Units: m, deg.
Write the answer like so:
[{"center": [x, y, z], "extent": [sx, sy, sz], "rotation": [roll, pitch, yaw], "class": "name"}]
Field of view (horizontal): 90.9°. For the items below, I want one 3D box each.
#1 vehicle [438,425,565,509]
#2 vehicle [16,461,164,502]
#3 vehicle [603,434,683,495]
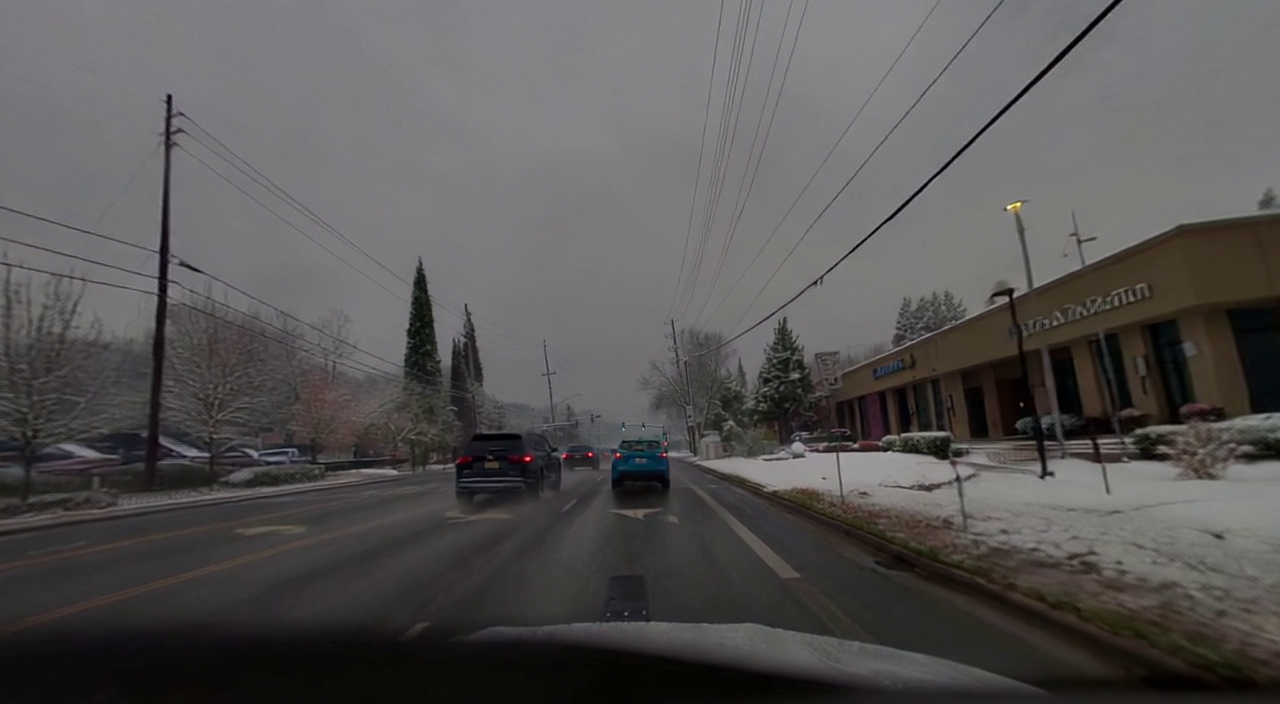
[{"center": [-3.426, 2.960, 16.777], "extent": [2.064, 1.859, 5.154], "rotation": [0, -8, 1], "class": "vehicle"}, {"center": [-23.184, 5.450, 26.871], "extent": [1.862, 1.468, 4.708], "rotation": [0, -9, 3], "class": "vehicle"}, {"center": [0.090, 3.294, 18.821], "extent": [2.108, 1.612, 4.246], "rotation": [0, -8, 0], "class": "vehicle"}]
